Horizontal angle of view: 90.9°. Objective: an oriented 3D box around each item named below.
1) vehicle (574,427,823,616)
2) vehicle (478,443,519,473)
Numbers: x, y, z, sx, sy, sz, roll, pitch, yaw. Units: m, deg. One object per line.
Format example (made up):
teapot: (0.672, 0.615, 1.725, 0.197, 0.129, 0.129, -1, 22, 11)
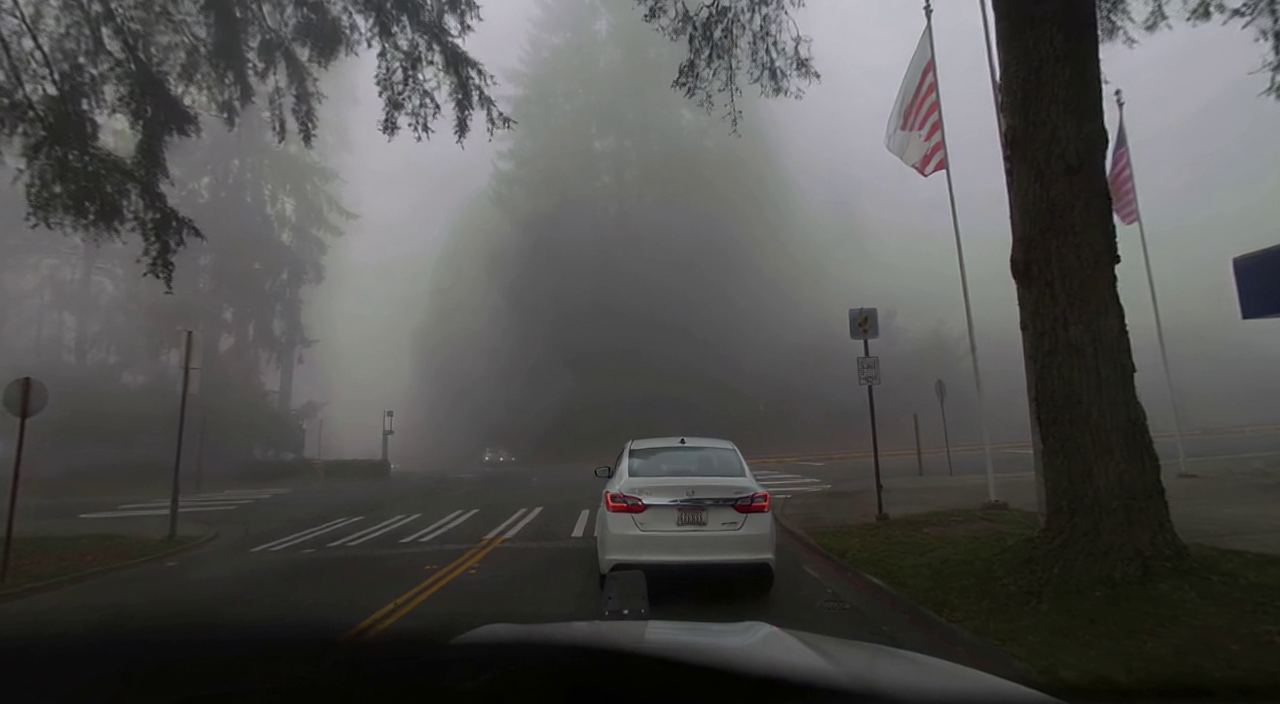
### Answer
vehicle: (0.375, 1.627, 6.903, 1.985, 1.463, 3.647, 0, -9, -3)
vehicle: (-9.988, 7.491, 44.747, 2.212, 1.948, 4.537, 0, -9, -5)
